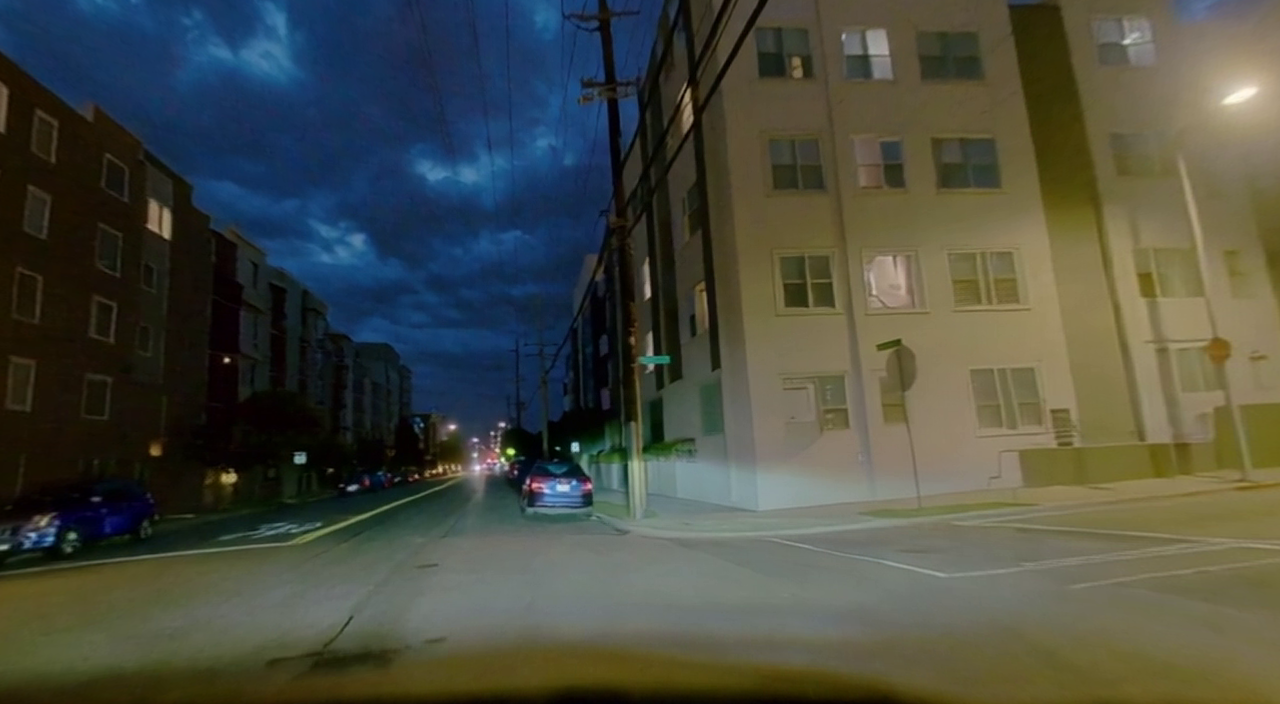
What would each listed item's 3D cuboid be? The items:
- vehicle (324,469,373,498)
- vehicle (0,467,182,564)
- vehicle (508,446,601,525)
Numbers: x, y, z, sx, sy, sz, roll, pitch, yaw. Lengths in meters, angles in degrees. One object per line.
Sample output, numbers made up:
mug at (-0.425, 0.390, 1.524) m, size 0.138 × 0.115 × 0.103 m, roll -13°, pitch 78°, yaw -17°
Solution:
vehicle at (-19.160, 8.607, 41.596) m, size 2.032 × 1.641 × 4.162 m, roll 1°, pitch -9°, yaw -13°
vehicle at (-13.711, 3.878, 15.582) m, size 2.140 × 1.874 × 4.475 m, roll 1°, pitch -9°, yaw -13°
vehicle at (-2.480, 3.572, 17.460) m, size 2.164 × 1.721 × 4.416 m, roll -3°, pitch -8°, yaw -11°
